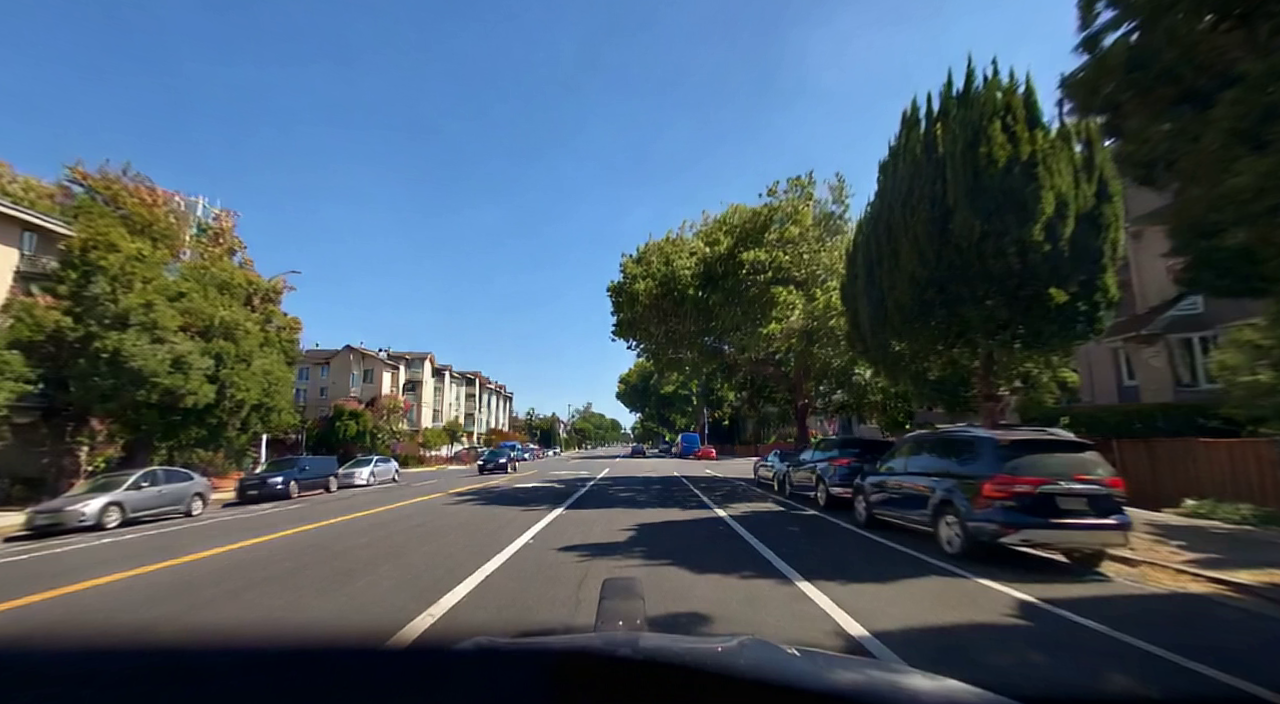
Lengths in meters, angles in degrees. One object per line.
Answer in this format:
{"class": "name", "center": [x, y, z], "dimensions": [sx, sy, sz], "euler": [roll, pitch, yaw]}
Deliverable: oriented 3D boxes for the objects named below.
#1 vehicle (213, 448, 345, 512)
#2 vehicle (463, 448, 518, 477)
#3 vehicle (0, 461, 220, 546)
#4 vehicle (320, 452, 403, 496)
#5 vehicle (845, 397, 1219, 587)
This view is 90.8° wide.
{"class": "vehicle", "center": [-12.542, 4.418, 22.398], "dimensions": [2.036, 1.819, 4.626], "euler": [-3, -7, 0]}
{"class": "vehicle", "center": [-8.104, 6.002, 34.681], "dimensions": [1.952, 1.477, 4.128], "euler": [0, -8, 1]}
{"class": "vehicle", "center": [-12.345, 3.461, 15.049], "dimensions": [1.821, 1.459, 4.295], "euler": [-2, -7, -1]}
{"class": "vehicle", "center": [-12.478, 5.461, 28.657], "dimensions": [1.920, 1.629, 4.599], "euler": [-2, -8, -3]}
{"class": "vehicle", "center": [4.640, 1.733, 8.680], "dimensions": [2.068, 1.852, 4.796], "euler": [0, -8, 0]}
